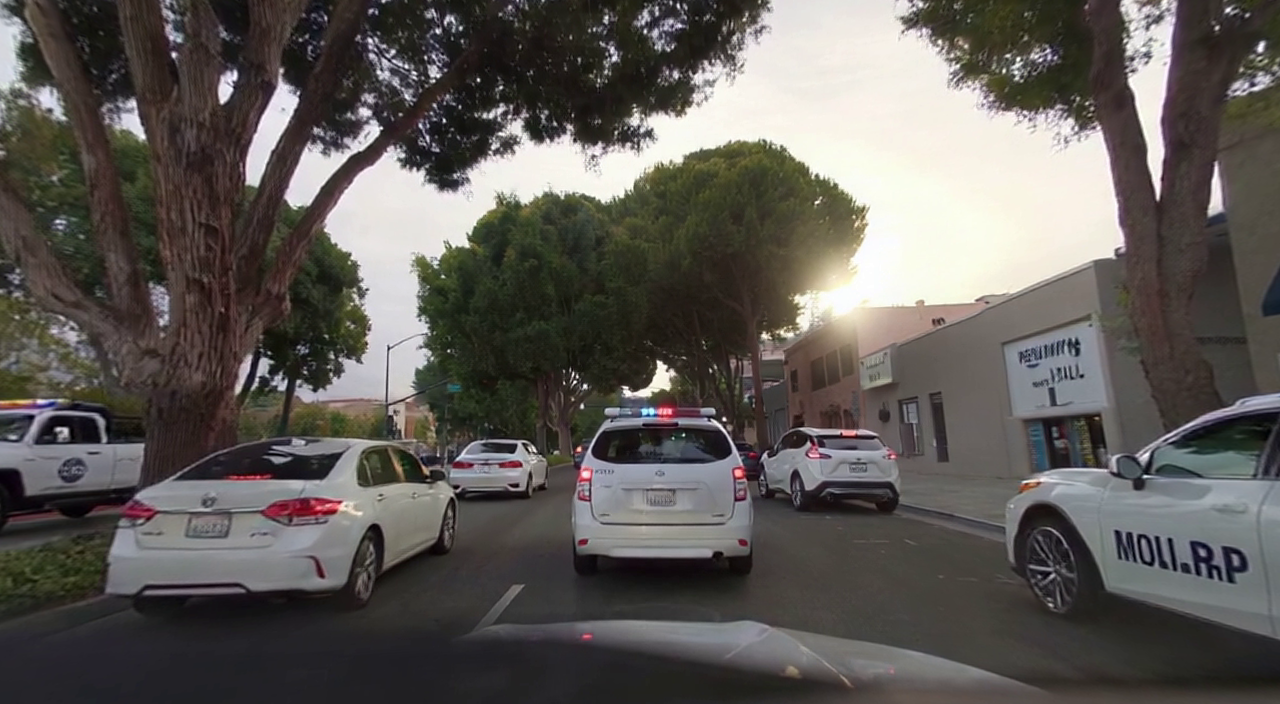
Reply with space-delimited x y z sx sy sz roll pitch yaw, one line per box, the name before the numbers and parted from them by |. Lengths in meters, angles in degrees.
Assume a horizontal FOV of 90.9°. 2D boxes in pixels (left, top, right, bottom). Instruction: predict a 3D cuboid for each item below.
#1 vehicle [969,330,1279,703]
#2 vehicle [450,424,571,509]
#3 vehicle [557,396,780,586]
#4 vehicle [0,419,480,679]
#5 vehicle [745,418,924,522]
vehicle | 4.036 0.895 3.195 1.987 1.877 5.330 1 -8 2
vehicle | -3.068 2.821 16.011 2.135 1.806 4.514 0 -8 0
vehicle | 0.257 1.597 7.990 2.075 1.770 4.018 0 -8 0
vehicle | -2.978 1.451 5.817 1.908 1.474 4.257 0 -8 0
vehicle | 4.045 2.588 14.463 2.038 1.865 5.786 1 -8 -3
